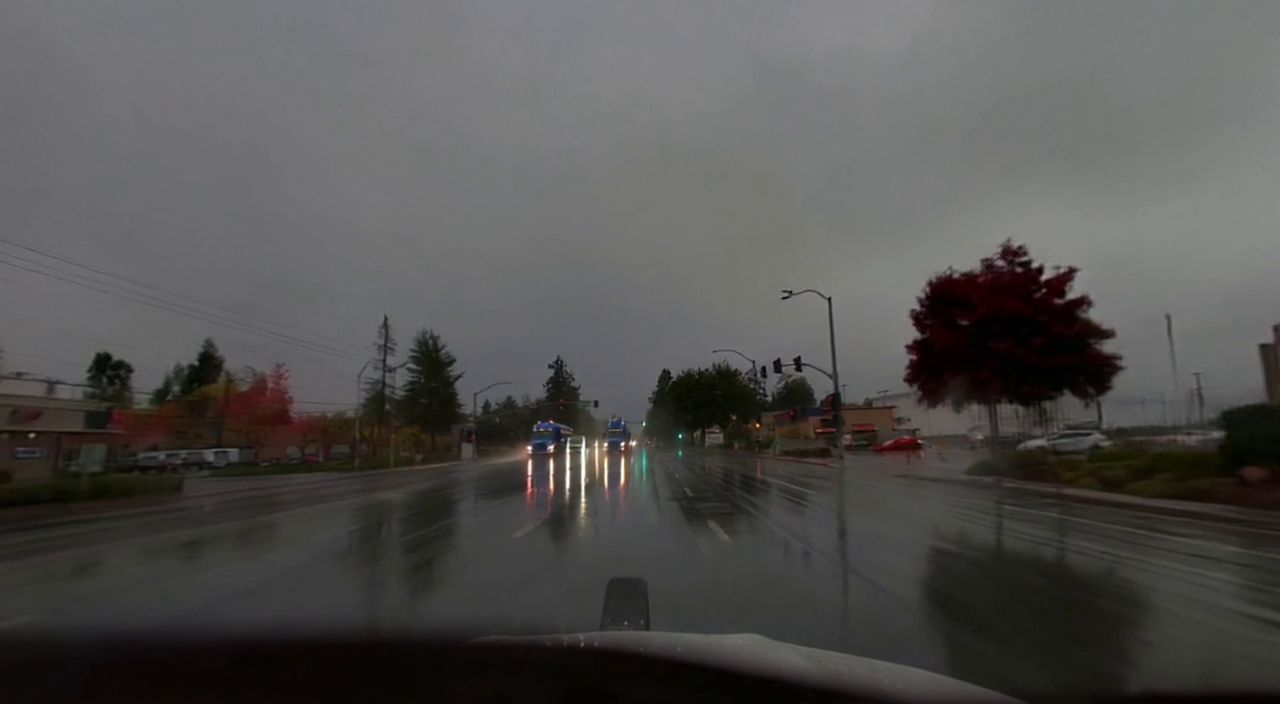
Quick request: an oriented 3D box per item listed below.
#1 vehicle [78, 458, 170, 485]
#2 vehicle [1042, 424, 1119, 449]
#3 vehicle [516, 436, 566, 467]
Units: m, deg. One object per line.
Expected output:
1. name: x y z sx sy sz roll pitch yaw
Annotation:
1. vehicle: -35.625 8.238 43.613 4.485 1.772 2.149 0 -8 2
2. vehicle: 27.088 5.229 38.951 1.796 1.453 4.296 0 -8 3
3. vehicle: -5.894 5.978 38.058 2.179 1.750 4.621 0 -8 1
